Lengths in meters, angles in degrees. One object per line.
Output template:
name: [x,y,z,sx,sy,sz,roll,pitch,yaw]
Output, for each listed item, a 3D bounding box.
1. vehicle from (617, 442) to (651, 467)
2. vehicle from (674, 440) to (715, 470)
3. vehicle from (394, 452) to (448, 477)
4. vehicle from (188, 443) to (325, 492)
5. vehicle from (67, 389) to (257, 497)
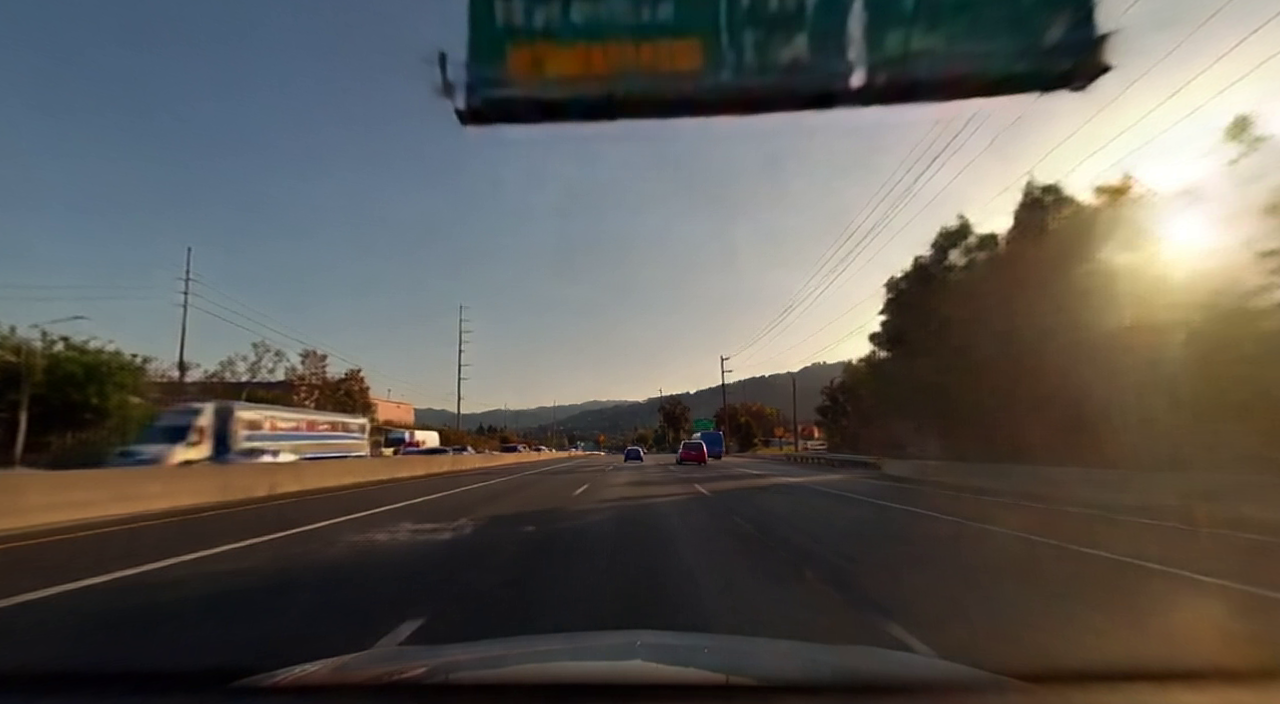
vehicle: [-0.429,7.490,46.231,2.325,1.712,4.592,0,-9,0]
vehicle: [3.378,6.487,40.004,2.036,1.796,4.470,0,-9,-2]
vehicle: [-13.886,7.124,40.317,1.872,1.433,4.353,0,-9,0]
vehicle: [-13.974,4.218,23.456,2.090,1.598,4.713,0,-9,0]
vehicle: [-21.192,4.137,28.708,3.228,4.337,6.550,0,-9,0]
